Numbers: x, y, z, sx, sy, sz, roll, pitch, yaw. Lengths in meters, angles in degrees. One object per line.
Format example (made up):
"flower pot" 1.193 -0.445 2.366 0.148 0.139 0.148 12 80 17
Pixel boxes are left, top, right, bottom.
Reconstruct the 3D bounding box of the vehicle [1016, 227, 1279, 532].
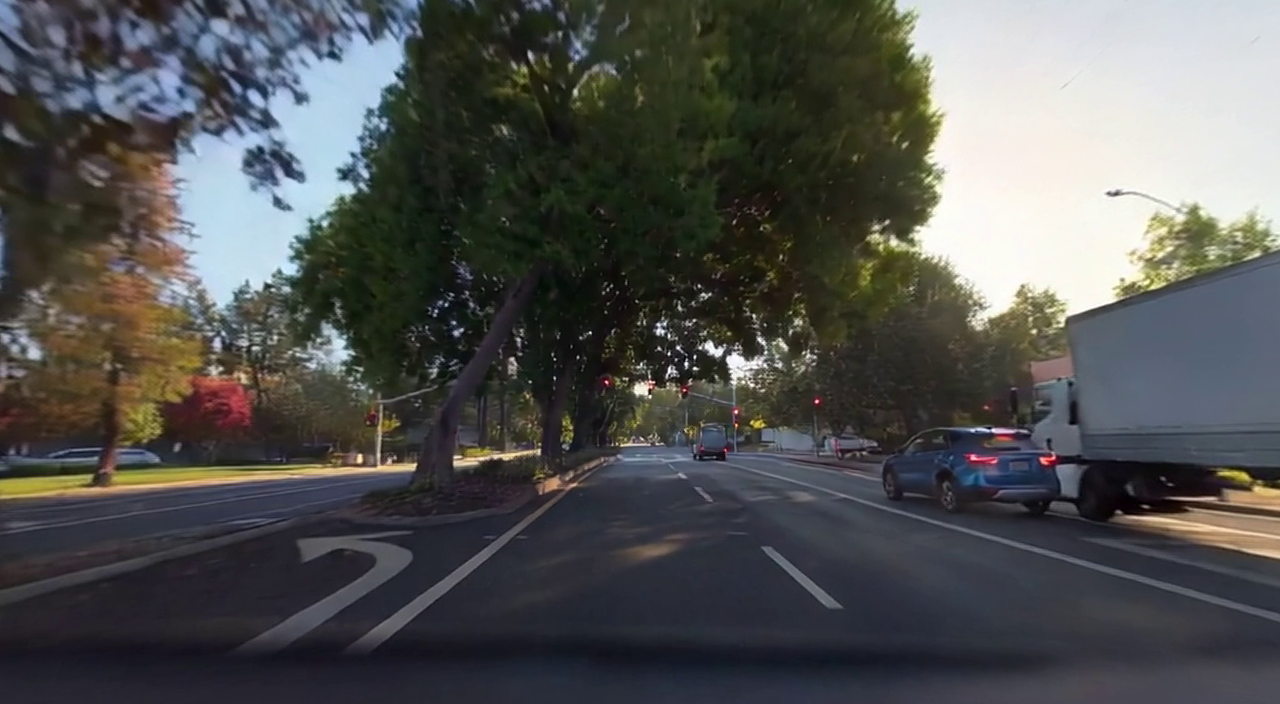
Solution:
"vehicle" 10.376 0.033 6.261 2.975 4.201 17.050 0 -8 0

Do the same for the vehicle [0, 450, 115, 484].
"vehicle" -27.715 5.326 29.475 4.505 1.457 2.003 3 -9 -25

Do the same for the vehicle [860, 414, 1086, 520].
"vehicle" 6.385 2.266 12.930 2.012 1.754 4.635 0 -8 -1
